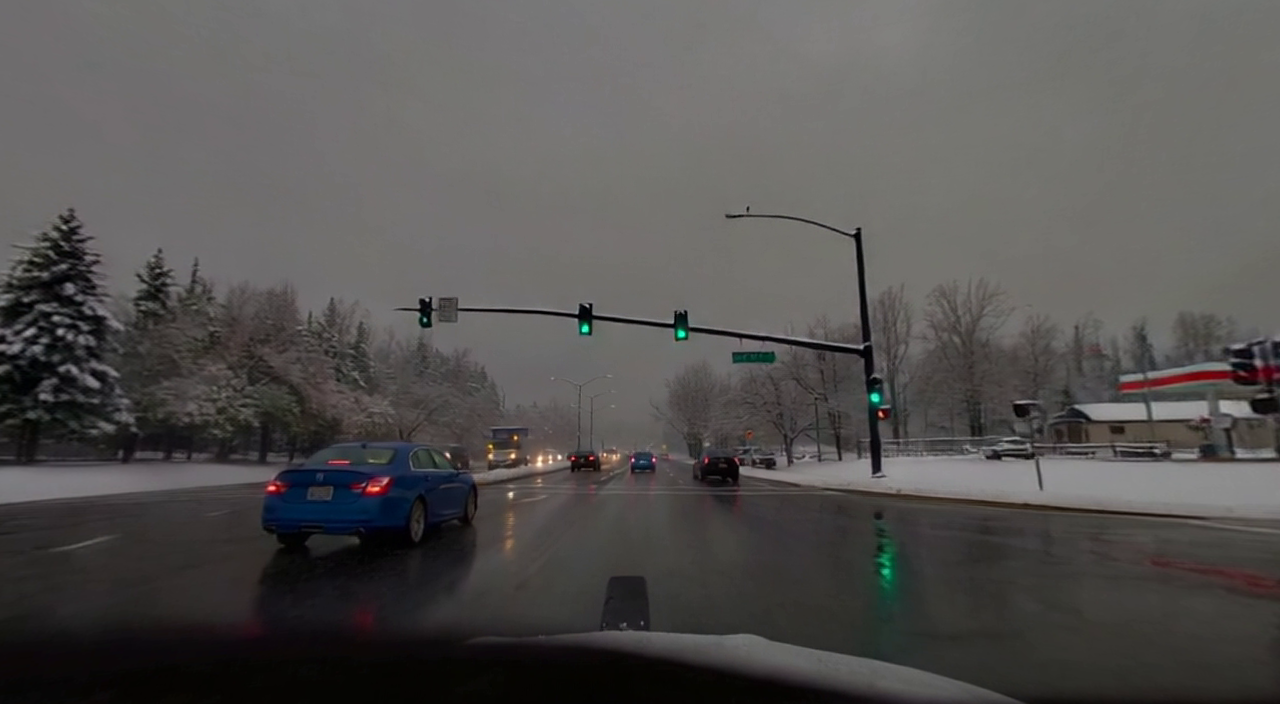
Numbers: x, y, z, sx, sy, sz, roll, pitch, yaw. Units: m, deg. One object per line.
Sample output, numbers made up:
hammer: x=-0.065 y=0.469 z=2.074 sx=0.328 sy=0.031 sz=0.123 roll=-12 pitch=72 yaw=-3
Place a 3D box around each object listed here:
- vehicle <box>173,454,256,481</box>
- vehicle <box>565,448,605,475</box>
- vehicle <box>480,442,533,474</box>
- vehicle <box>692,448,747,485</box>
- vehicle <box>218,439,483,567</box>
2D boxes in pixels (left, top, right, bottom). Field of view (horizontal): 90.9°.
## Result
vehicle: x=-32.895 y=8.934 z=48.994 sx=2.197 sy=1.842 sz=5.801 roll=0 pitch=-8 yaw=2
vehicle: x=-3.152 y=6.375 z=37.000 sx=1.841 sy=1.474 sz=4.038 roll=0 pitch=-8 yaw=2
vehicle: x=-8.359 y=6.695 z=40.112 sx=2.370 sy=1.909 sz=5.431 roll=1 pitch=-8 yaw=-2
vehicle: x=3.409 y=4.990 z=27.724 sx=1.883 sy=1.465 sz=3.975 roll=0 pitch=-8 yaw=0
vehicle: x=-3.964 y=2.104 z=9.658 sx=1.803 sy=1.463 sz=4.422 roll=0 pitch=-8 yaw=2
